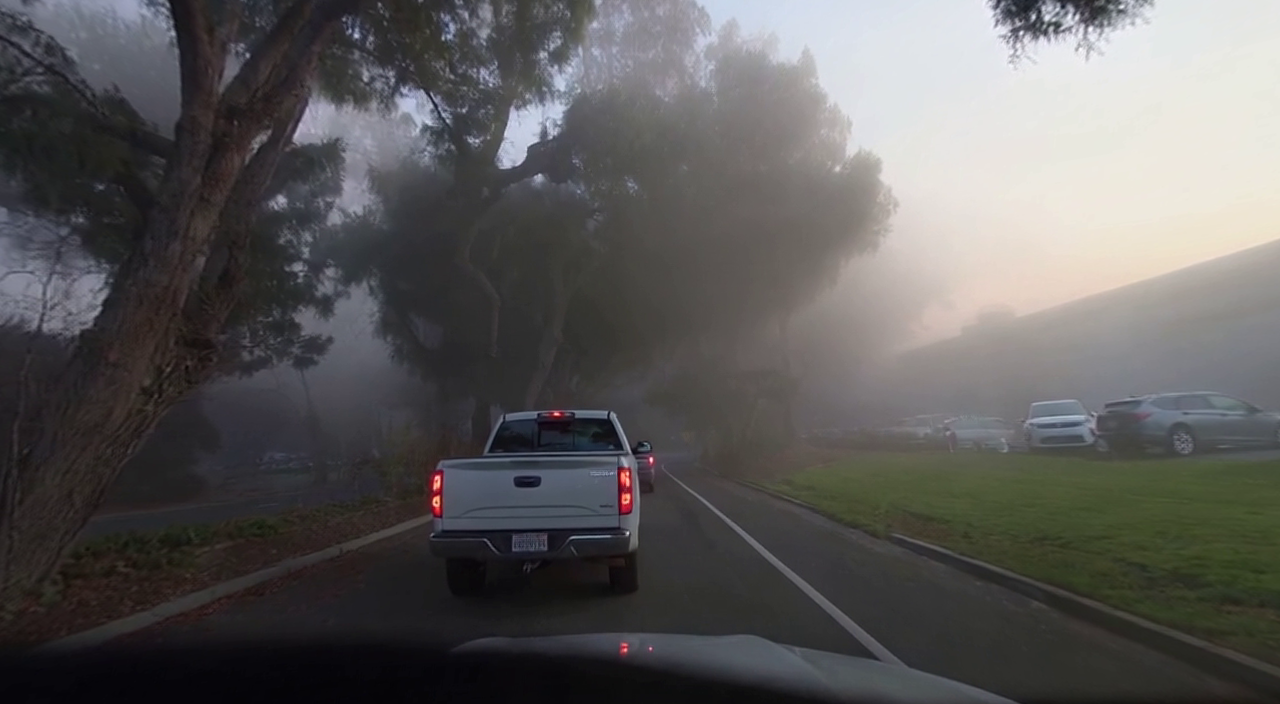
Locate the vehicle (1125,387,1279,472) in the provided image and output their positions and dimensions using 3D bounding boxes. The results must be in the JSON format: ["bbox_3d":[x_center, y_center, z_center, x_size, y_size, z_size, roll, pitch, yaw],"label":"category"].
[{"bbox_3d":[11.879,1.408,11.552,4.298,1.392,1.944,-1,-8,2],"label":"vehicle"}]

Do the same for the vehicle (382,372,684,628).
[{"bbox_3d":[-0.686,1.422,7.107,2.157,1.816,5.039,0,-8,2],"label":"vehicle"}]
